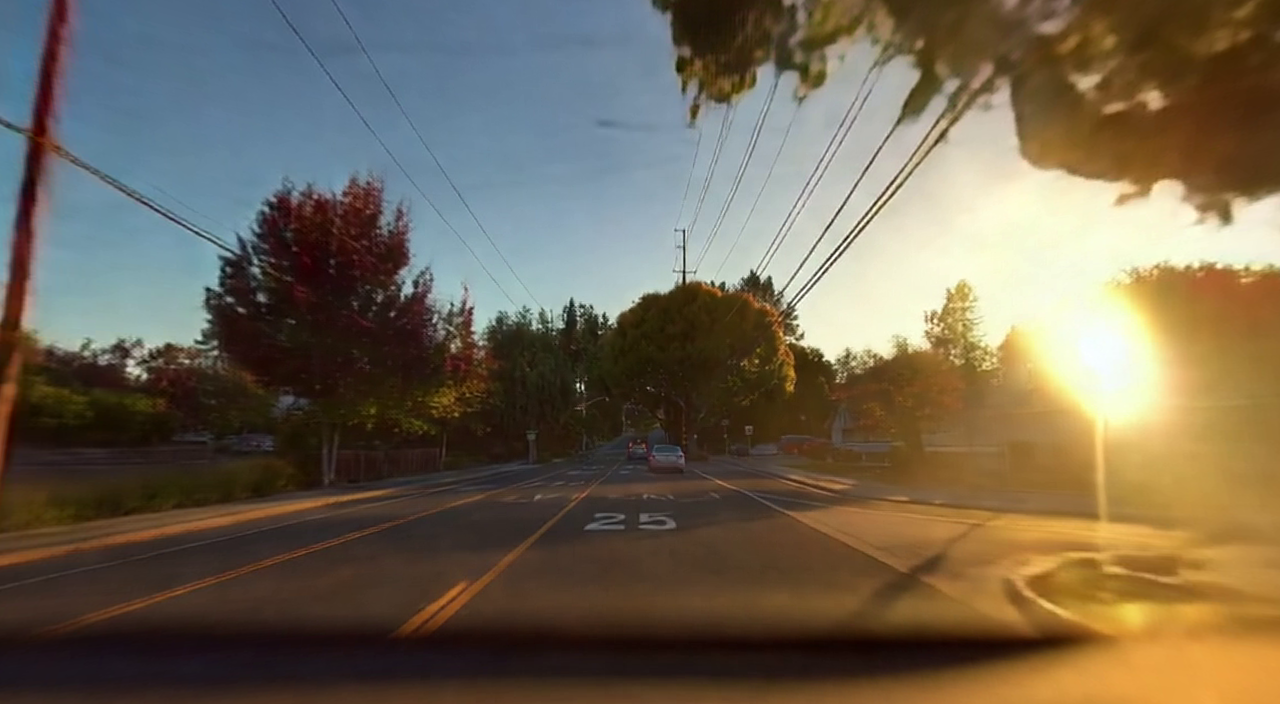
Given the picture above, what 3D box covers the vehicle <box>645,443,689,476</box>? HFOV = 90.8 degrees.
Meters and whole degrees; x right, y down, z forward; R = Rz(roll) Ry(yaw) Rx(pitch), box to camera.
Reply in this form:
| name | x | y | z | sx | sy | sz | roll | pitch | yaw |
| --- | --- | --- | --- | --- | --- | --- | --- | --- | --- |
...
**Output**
| name | x | y | z | sx | sy | sz | roll | pitch | yaw |
| --- | --- | --- | --- | --- | --- | --- | --- | --- | --- |
| vehicle | 1.254 | 5.185 | 30.885 | 1.975 | 1.497 | 3.647 | 0 | -8 | 0 |
